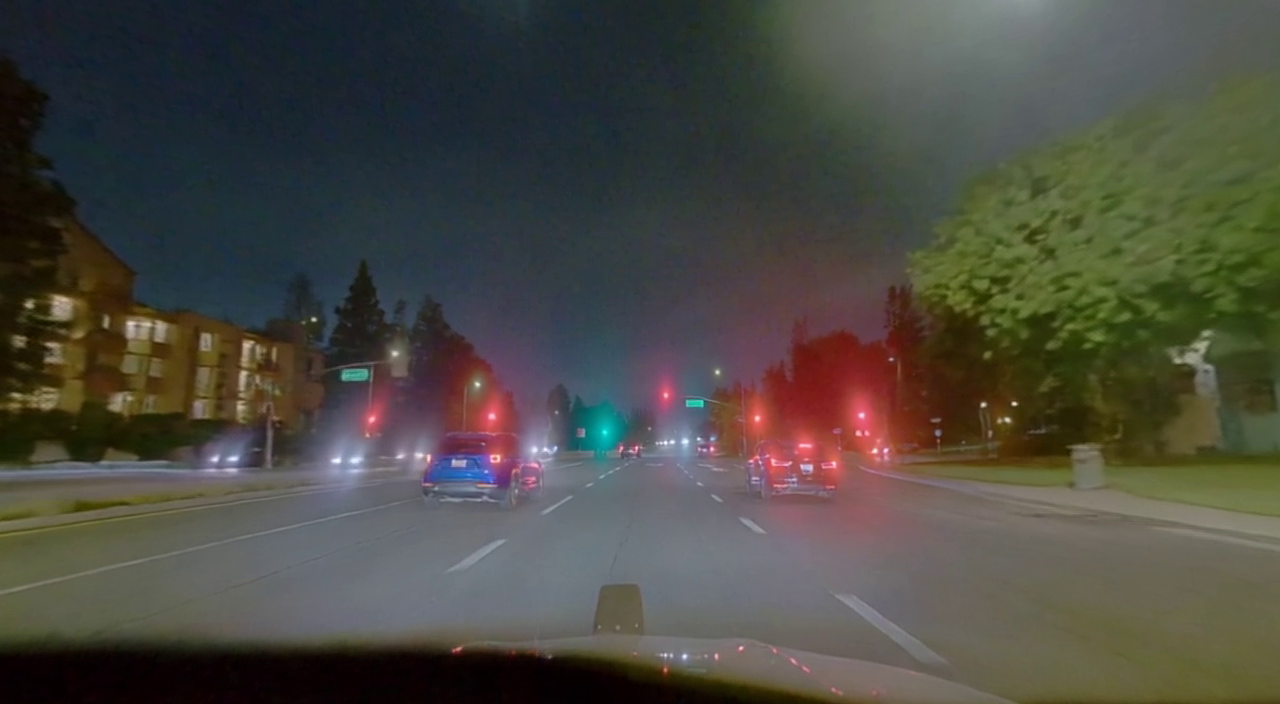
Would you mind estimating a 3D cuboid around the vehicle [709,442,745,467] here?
[{"bbox_3d":[6.136,7.232,44.924,2.169,1.669,4.037,-1,-8,3],"label":"vehicle"}]

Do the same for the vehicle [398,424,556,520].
[{"bbox_3d":[-3.211,2.485,13.610,2.045,1.688,4.632,-1,-8,2],"label":"vehicle"}]

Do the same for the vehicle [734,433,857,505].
[{"bbox_3d":[3.982,3.063,17.055,2.132,1.659,4.387,0,-8,-1],"label":"vehicle"}]

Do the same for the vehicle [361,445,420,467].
[{"bbox_3d":[-17.878,7.487,45.529,1.997,1.471,4.772,-1,-8,4],"label":"vehicle"}]

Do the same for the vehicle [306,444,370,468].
[{"bbox_3d":[-21.939,7.540,46.120,2.244,1.670,4.353,-1,-8,4],"label":"vehicle"}]
